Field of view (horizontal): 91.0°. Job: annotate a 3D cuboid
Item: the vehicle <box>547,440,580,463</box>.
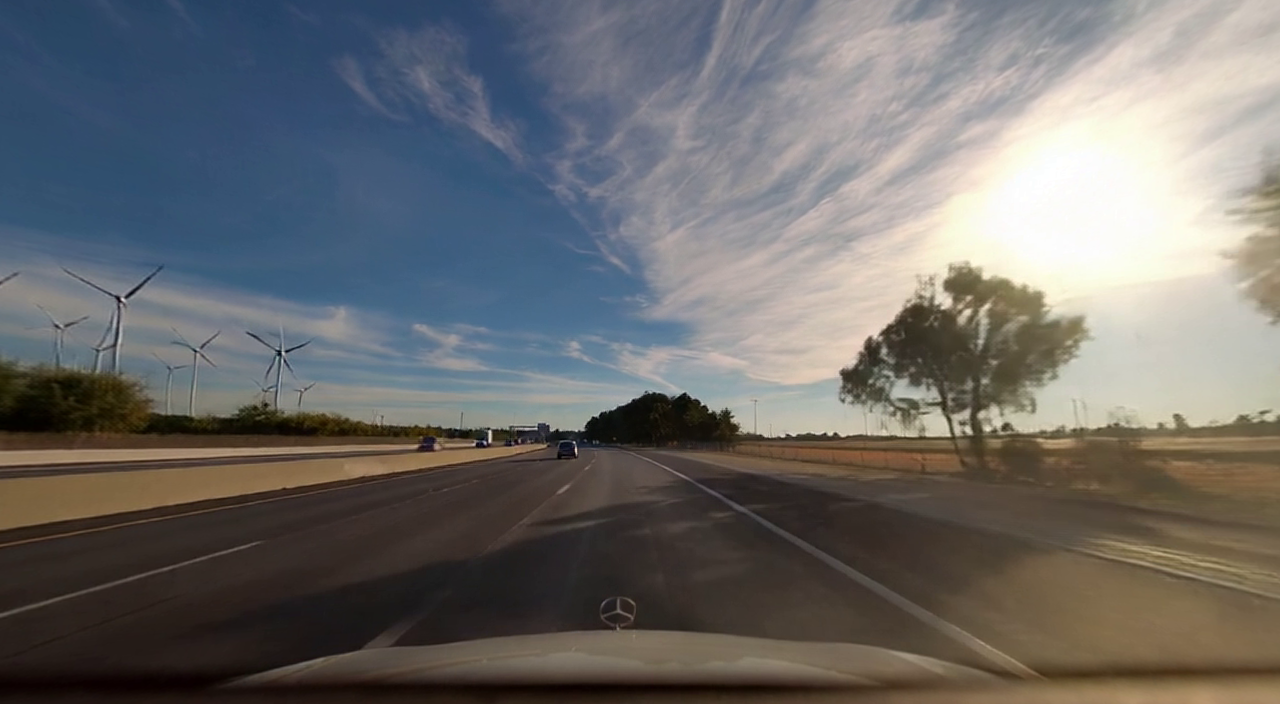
[{"bbox_3d":[-5.434,7.151,45.315,2.053,1.549,4.097,0,-8,-3],"label":"vehicle"}]
